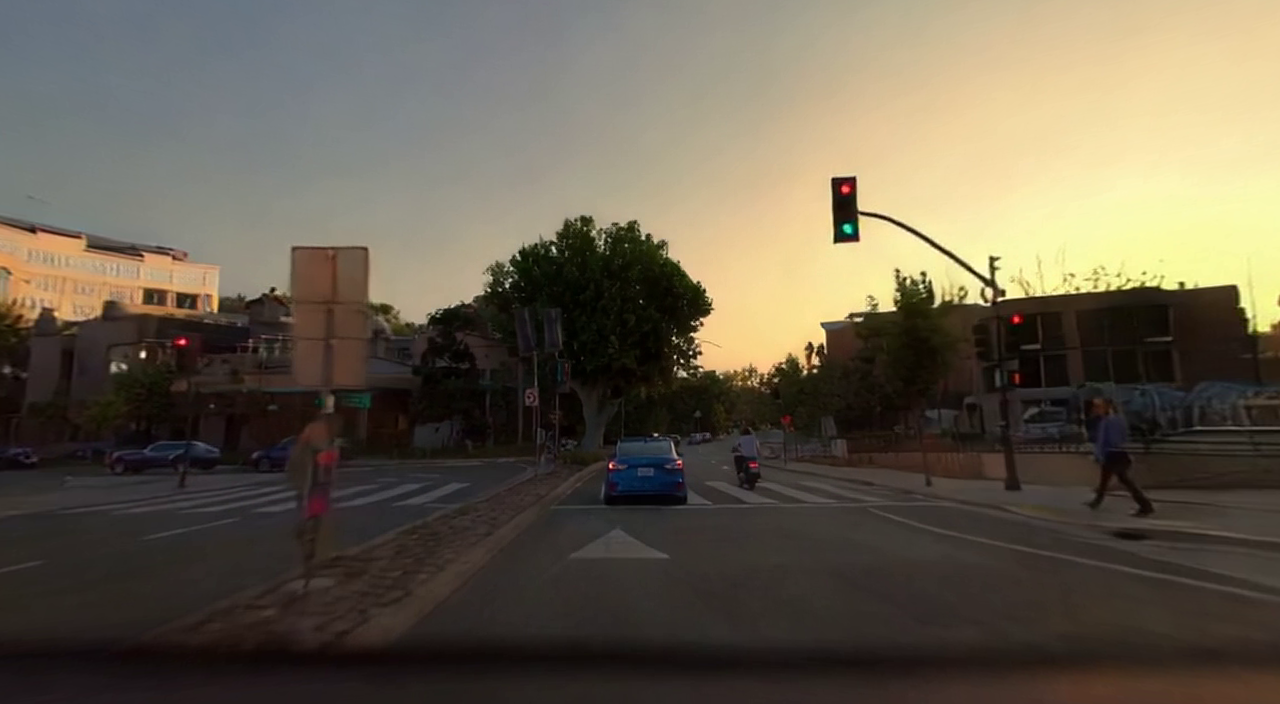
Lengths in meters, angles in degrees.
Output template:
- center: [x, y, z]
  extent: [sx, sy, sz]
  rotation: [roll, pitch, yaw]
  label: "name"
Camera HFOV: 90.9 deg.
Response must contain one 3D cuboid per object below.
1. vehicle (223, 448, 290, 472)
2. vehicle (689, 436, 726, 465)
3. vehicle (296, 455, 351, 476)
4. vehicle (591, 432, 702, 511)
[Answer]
- center: [-21.503, 6.046, 35.375]
  extent: [1.433, 1.269, 2.779]
  rotation: [-6, -10, 31]
  label: "vehicle"
- center: [4.584, 6.584, 42.317]
  extent: [2.212, 1.790, 4.768]
  rotation: [-2, -9, 9]
  label: "vehicle"
- center: [-19.407, 6.946, 38.695]
  extent: [1.259, 1.181, 2.744]
  rotation: [-6, -10, 31]
  label: "vehicle"
- center: [0.094, 2.588, 14.075]
  extent: [2.118, 1.480, 3.949]
  rotation: [0, -9, -1]
  label: "vehicle"
